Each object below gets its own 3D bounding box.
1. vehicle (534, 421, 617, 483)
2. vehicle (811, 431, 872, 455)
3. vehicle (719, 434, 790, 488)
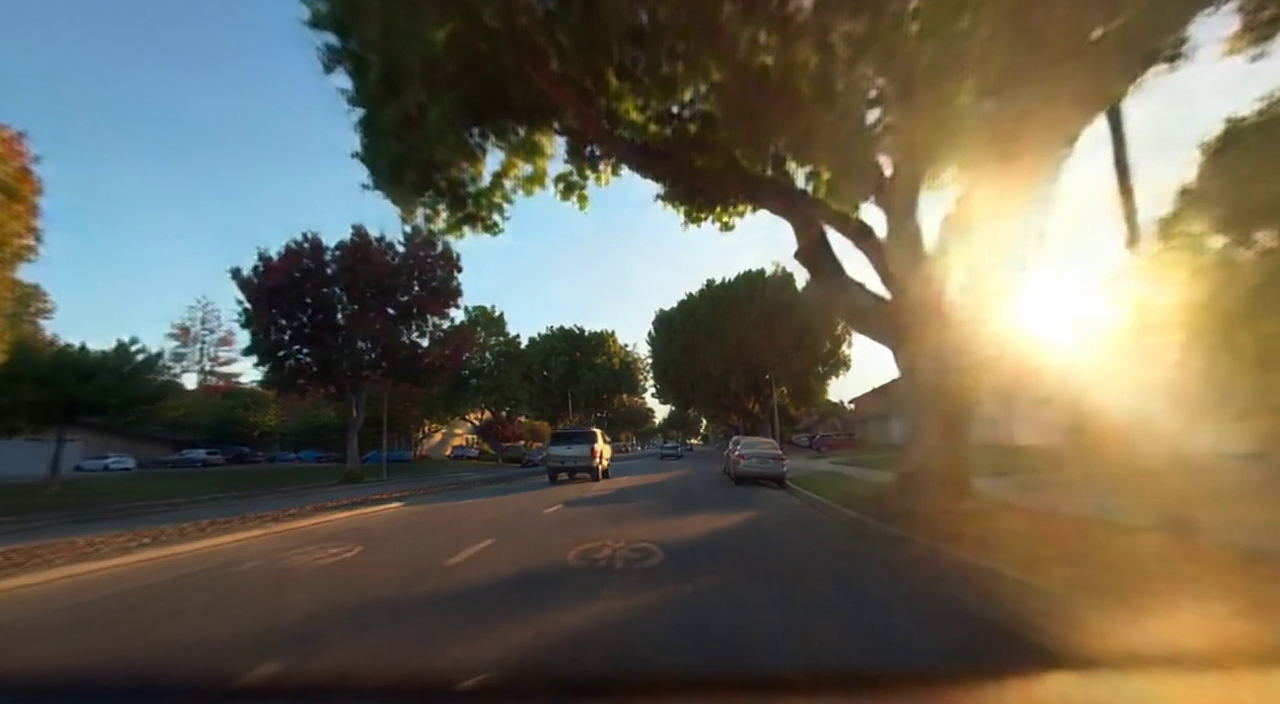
[{"bbox_3d":[-2.328,3.828,24.412,2.085,2.084,5.133,-1,-8,7],"label":"vehicle"},{"bbox_3d":[15.719,7.150,49.593,4.249,1.550,1.843,-4,-8,10],"label":"vehicle"},{"bbox_3d":[3.833,3.730,21.933,2.040,1.643,4.446,-1,-8,6],"label":"vehicle"}]
